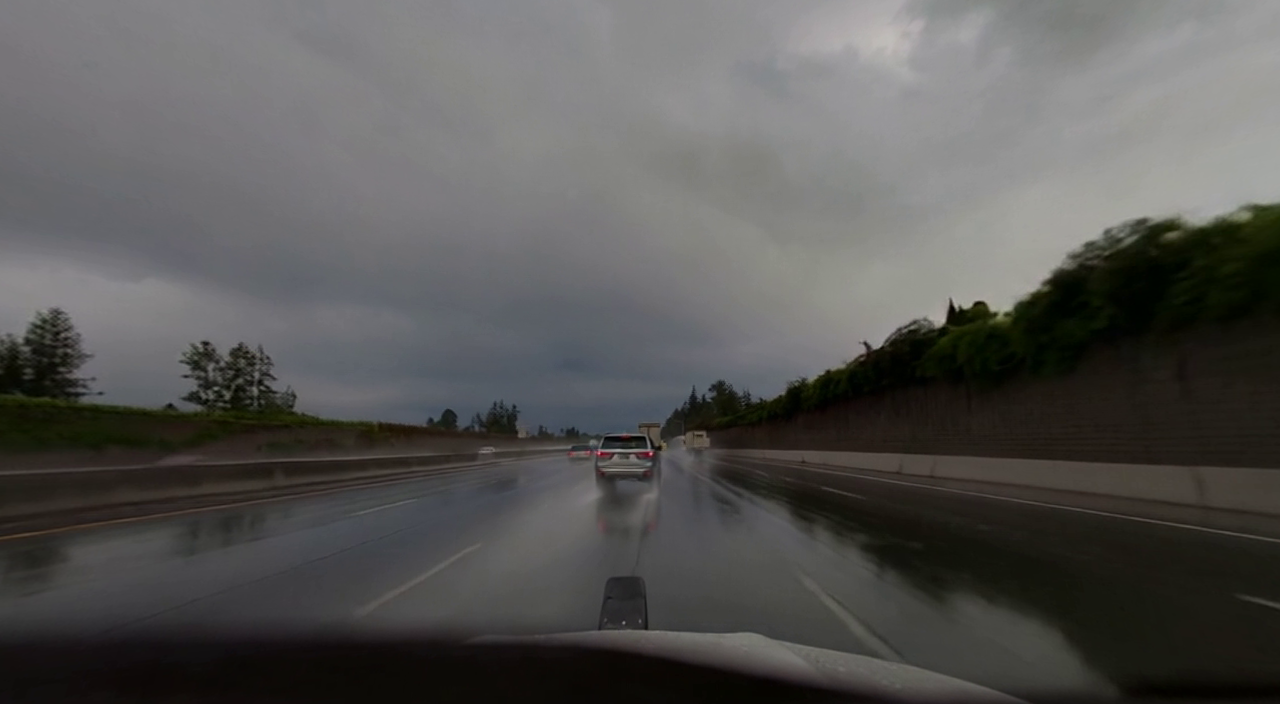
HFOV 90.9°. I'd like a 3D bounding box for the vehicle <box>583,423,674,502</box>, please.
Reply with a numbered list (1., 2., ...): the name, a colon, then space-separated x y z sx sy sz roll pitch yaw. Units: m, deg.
1. vehicle: -0.231 2.878 16.790 2.114 1.787 4.365 0 -8 1
